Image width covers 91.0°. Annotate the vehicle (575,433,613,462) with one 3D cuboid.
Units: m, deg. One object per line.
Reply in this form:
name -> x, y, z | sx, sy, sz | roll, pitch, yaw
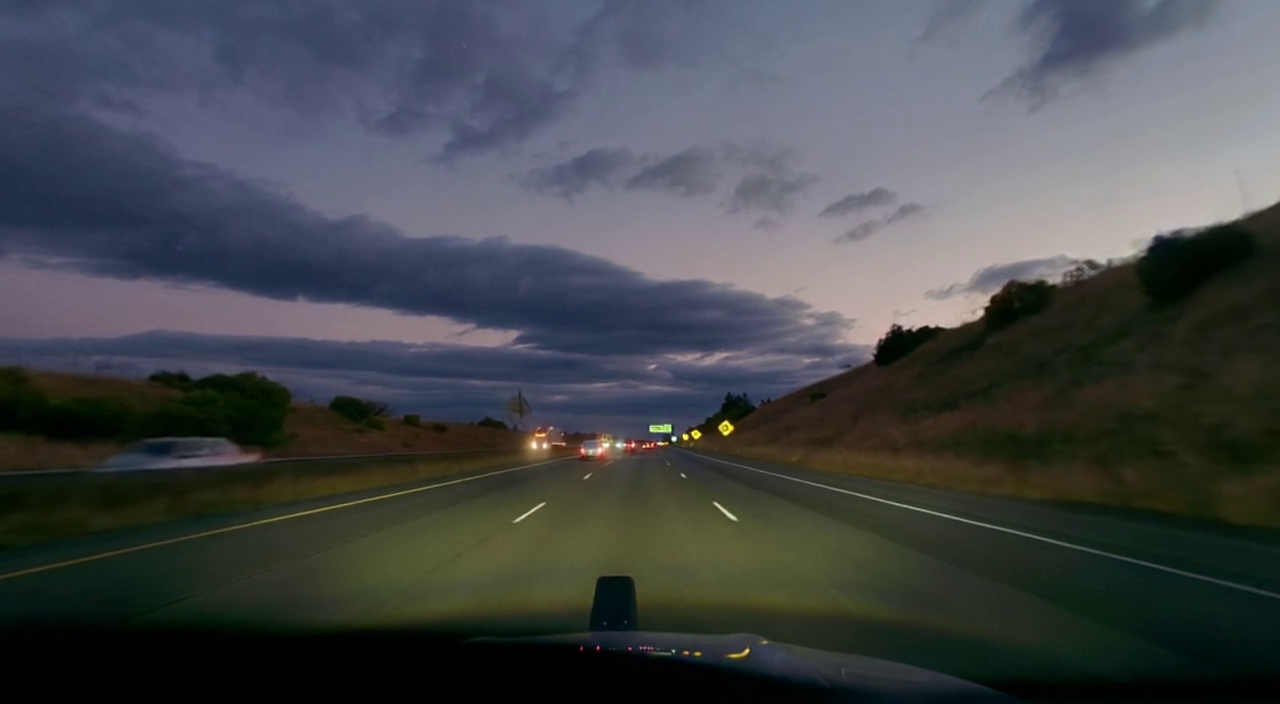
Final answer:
vehicle -> -3.241, 6.852, 45.191 | 2.286, 2.011, 4.452 | 0, -8, 1
